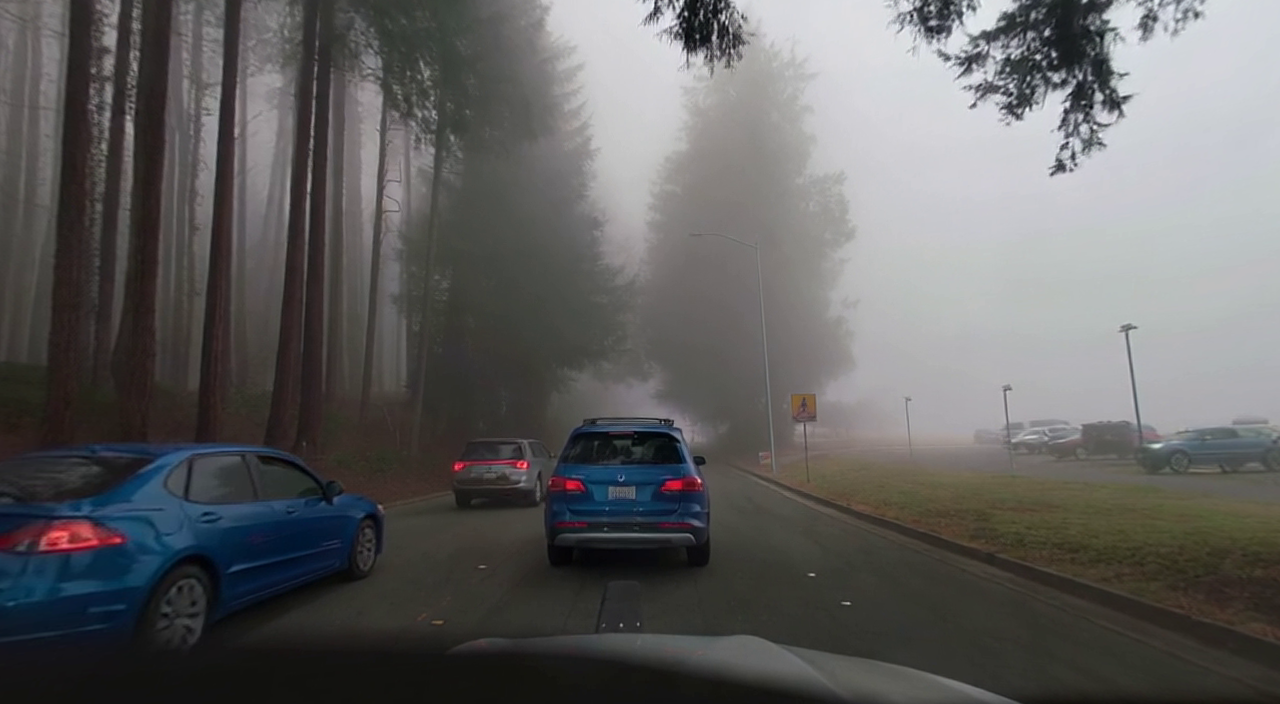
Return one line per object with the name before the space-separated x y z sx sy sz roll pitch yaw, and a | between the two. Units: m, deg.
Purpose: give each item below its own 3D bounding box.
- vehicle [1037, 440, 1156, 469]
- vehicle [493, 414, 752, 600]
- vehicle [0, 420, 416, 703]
vehicle | 28.419 6.354 39.423 5.955 1.702 2.166 1 -8 -6
vehicle | -0.128 1.628 7.474 2.229 1.591 3.897 0 -8 1
vehicle | -3.610 1.359 4.975 1.922 1.464 4.424 0 -8 2
